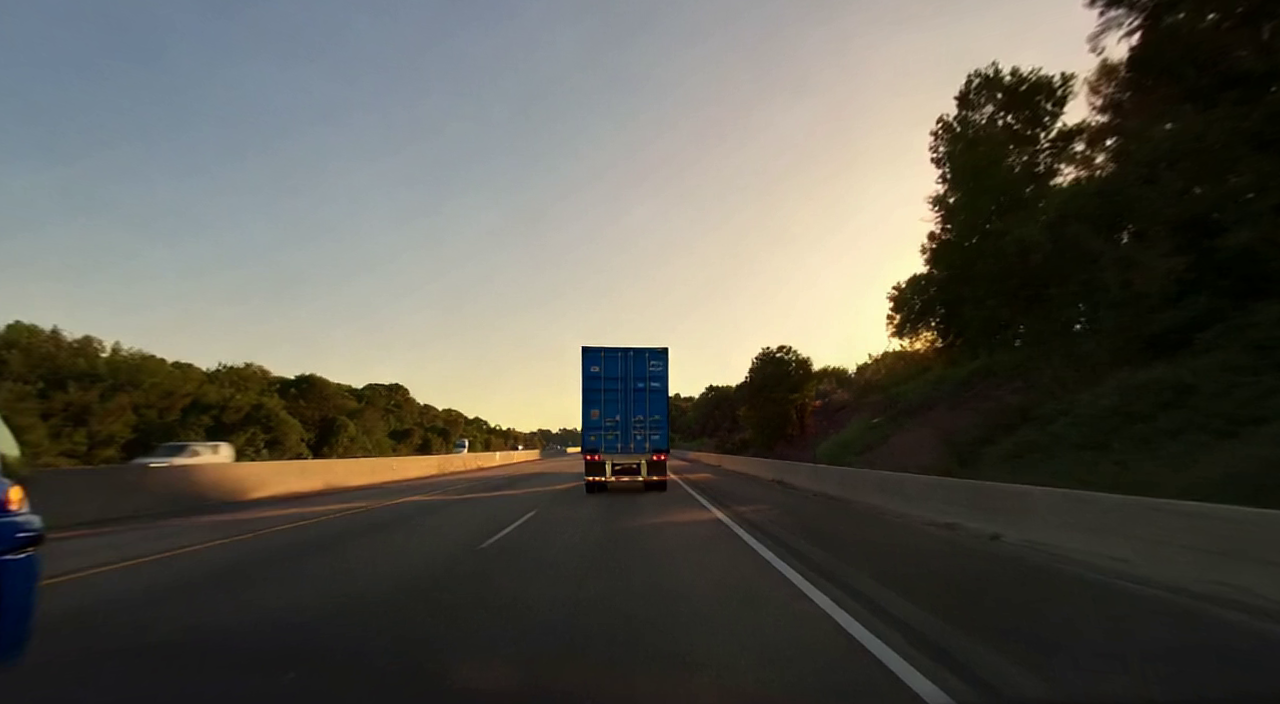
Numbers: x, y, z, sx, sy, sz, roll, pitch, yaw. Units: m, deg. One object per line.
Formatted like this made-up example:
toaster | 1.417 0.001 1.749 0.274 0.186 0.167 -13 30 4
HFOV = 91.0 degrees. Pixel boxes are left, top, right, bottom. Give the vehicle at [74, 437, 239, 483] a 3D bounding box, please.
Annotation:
vehicle | -17.641 3.951 23.400 2.182 1.505 4.949 0 -9 1

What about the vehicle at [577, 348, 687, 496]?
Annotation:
vehicle | -0.210 2.710 22.726 2.942 4.003 11.297 0 -9 0
